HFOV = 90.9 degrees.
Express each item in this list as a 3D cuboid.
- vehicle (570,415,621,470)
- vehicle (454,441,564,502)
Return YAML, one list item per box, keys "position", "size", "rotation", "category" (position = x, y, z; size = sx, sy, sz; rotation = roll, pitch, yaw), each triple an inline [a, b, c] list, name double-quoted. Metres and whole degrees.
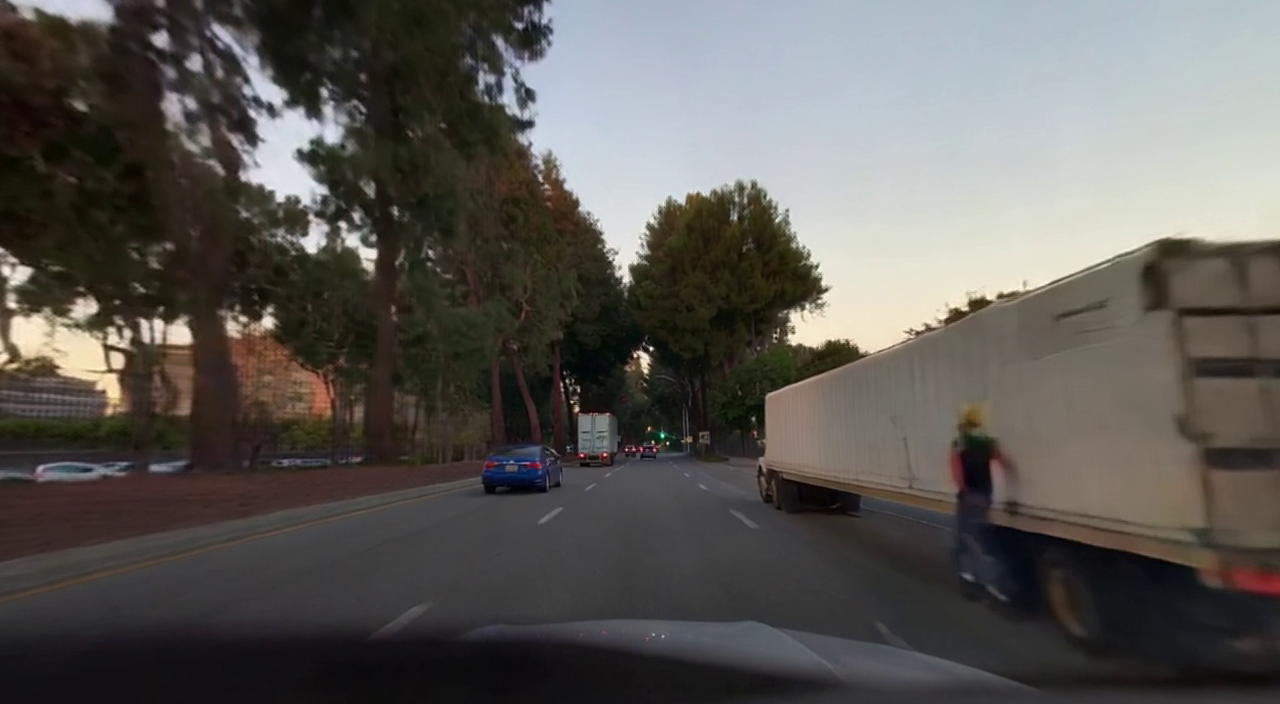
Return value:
- position: [-2.803, 6.126, 42.467]
  size: [2.746, 3.276, 8.572]
  rotation: [0, -9, 1]
  category: "vehicle"
- position: [-3.484, 3.254, 17.624]
  size: [2.005, 1.462, 4.345]
  rotation: [0, -9, 2]
  category: "vehicle"
